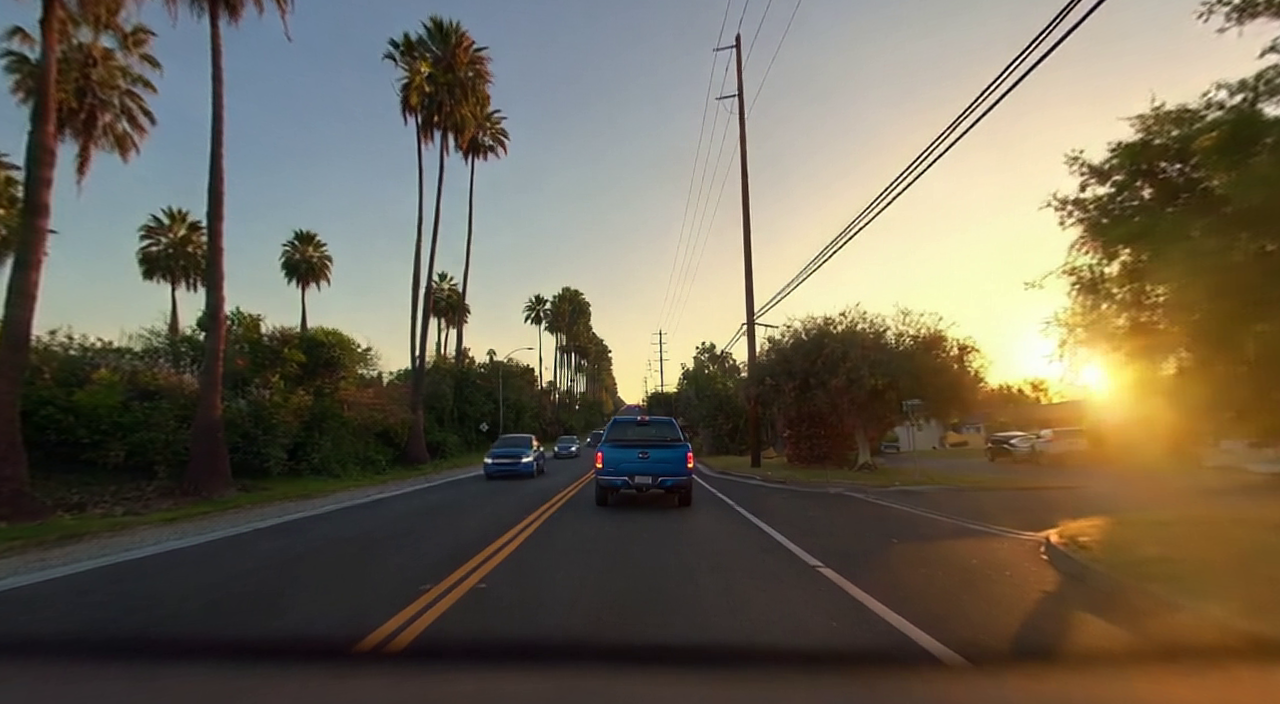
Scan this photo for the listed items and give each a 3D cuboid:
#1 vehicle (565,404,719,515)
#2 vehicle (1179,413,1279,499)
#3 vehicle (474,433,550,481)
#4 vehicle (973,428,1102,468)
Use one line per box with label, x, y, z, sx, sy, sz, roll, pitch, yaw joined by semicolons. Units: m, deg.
vehicle;0.023;2.442;14.761;2.848;2.047;5.885;0;-8;0
vehicle;16.060;2.520;15.407;2.338;1.917;6.076;-3;-9;20
vehicle;-5.109;4.263;25.928;2.223;1.776;4.614;0;-8;-1
vehicle;20.339;4.988;32.823;2.277;1.836;6.267;0;-9;-4
